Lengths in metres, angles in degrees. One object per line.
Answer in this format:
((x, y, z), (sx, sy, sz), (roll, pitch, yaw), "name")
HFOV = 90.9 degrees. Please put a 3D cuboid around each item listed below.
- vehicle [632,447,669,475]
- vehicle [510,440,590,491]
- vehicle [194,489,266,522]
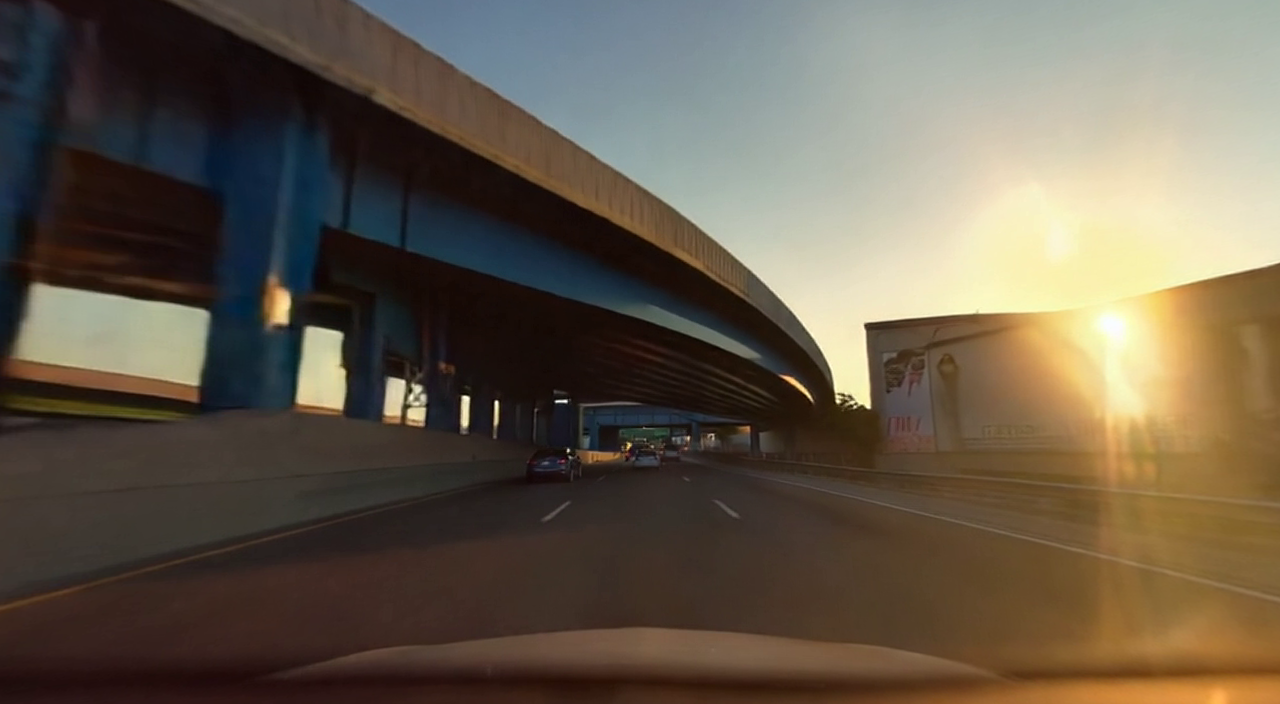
((0.538, 5.911, 34.400), (1.877, 1.386, 3.872), (0, -8, 0), "vehicle")
((-3.001, 3.905, 22.037), (2.064, 1.589, 4.213), (0, -8, 1), "vehicle")
((-32.005, 11.972, 49.475), (2.018, 2.023, 5.545), (-1, -8, -2), "vehicle")
